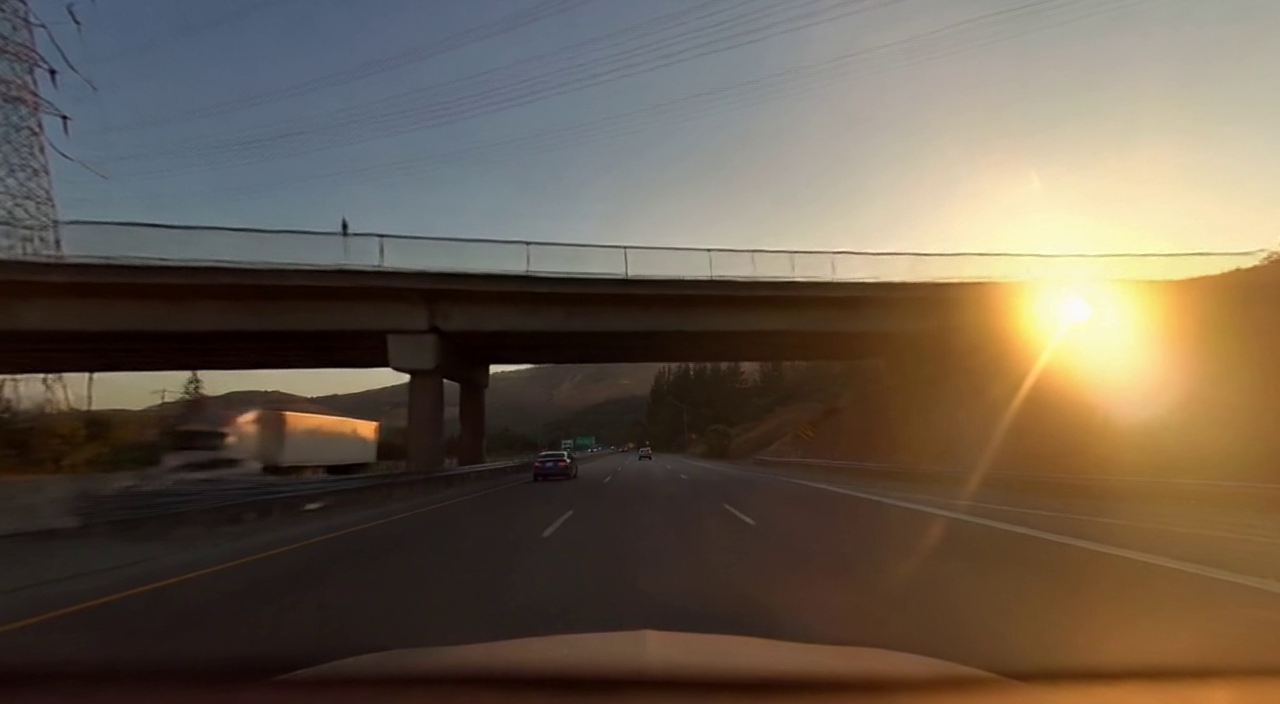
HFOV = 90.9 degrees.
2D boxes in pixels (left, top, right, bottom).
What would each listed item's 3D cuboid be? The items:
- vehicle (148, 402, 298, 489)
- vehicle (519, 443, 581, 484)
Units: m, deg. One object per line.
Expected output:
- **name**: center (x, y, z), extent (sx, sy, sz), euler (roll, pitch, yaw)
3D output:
- **vehicle**: center (-19.991, 4.581, 30.795), extent (2.948, 3.804, 6.105), euler (0, -9, 0)
- **vehicle**: center (-3.681, 4.664, 26.546), extent (1.924, 1.550, 4.165), euler (0, -9, 1)
